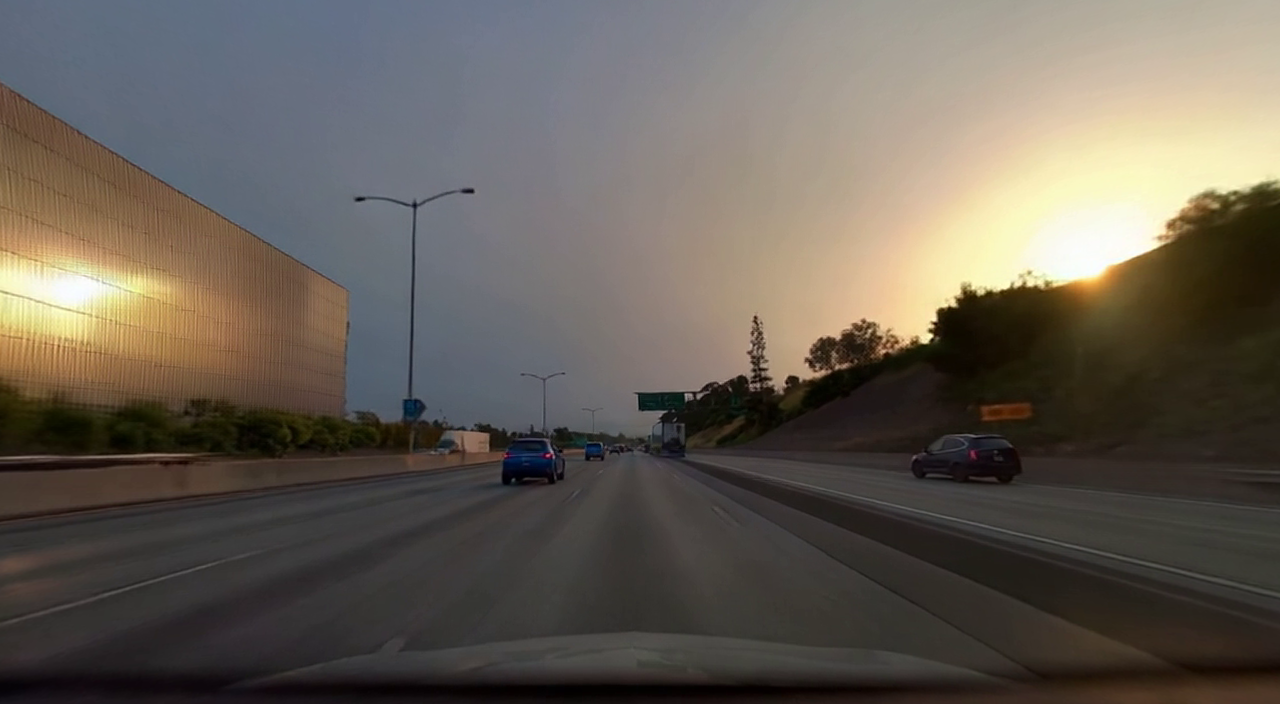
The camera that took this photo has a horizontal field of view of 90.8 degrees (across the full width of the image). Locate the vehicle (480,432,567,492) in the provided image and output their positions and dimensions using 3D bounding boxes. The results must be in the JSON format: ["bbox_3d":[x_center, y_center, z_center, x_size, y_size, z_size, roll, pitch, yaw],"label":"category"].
[{"bbox_3d":[-3.623,3.514,20.483,2.039,1.710,4.237,0,-9,-1],"label":"vehicle"}]

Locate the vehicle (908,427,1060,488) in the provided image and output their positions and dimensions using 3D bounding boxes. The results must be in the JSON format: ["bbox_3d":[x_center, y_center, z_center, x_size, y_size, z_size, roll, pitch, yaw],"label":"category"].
[{"bbox_3d":[11.182,3.491,21.114,2.089,1.787,5.080,0,-9,-1],"label":"vehicle"}]
